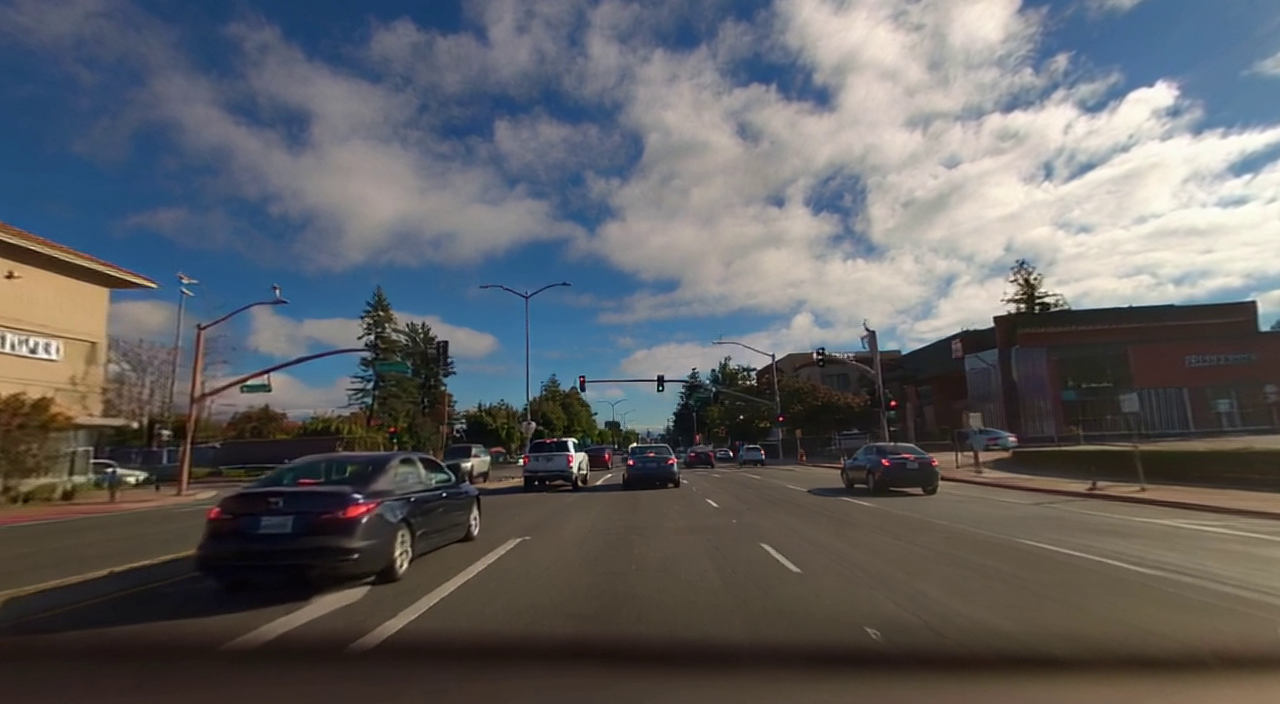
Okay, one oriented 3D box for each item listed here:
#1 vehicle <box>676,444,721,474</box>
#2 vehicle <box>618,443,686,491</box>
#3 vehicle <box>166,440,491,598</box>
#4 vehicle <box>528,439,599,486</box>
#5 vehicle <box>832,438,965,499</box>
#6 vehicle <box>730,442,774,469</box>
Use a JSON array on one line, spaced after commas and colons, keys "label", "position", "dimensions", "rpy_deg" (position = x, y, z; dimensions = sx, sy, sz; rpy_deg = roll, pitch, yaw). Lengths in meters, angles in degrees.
[{"label": "vehicle", "position": [3.049, 5.713, 33.880], "dimensions": [1.988, 1.528, 4.144], "rpy_deg": [0, -8, 0]}, {"label": "vehicle", "position": [0.366, 3.851, 21.456], "dimensions": [2.096, 1.473, 3.893], "rpy_deg": [0, -8, 0]}, {"label": "vehicle", "position": [-3.489, 1.911, 8.235], "dimensions": [1.938, 1.472, 4.399], "rpy_deg": [0, -8, 1]}, {"label": "vehicle", "position": [-2.916, 4.319, 25.032], "dimensions": [2.219, 1.699, 4.090], "rpy_deg": [0, -8, 1]}, {"label": "vehicle", "position": [7.165, 3.242, 18.057], "dimensions": [1.892, 1.515, 4.400], "rpy_deg": [0, -8, 0]}, {"label": "vehicle", "position": [7.393, 6.851, 41.927], "dimensions": [2.044, 1.701, 4.397], "rpy_deg": [0, -8, -1]}]
